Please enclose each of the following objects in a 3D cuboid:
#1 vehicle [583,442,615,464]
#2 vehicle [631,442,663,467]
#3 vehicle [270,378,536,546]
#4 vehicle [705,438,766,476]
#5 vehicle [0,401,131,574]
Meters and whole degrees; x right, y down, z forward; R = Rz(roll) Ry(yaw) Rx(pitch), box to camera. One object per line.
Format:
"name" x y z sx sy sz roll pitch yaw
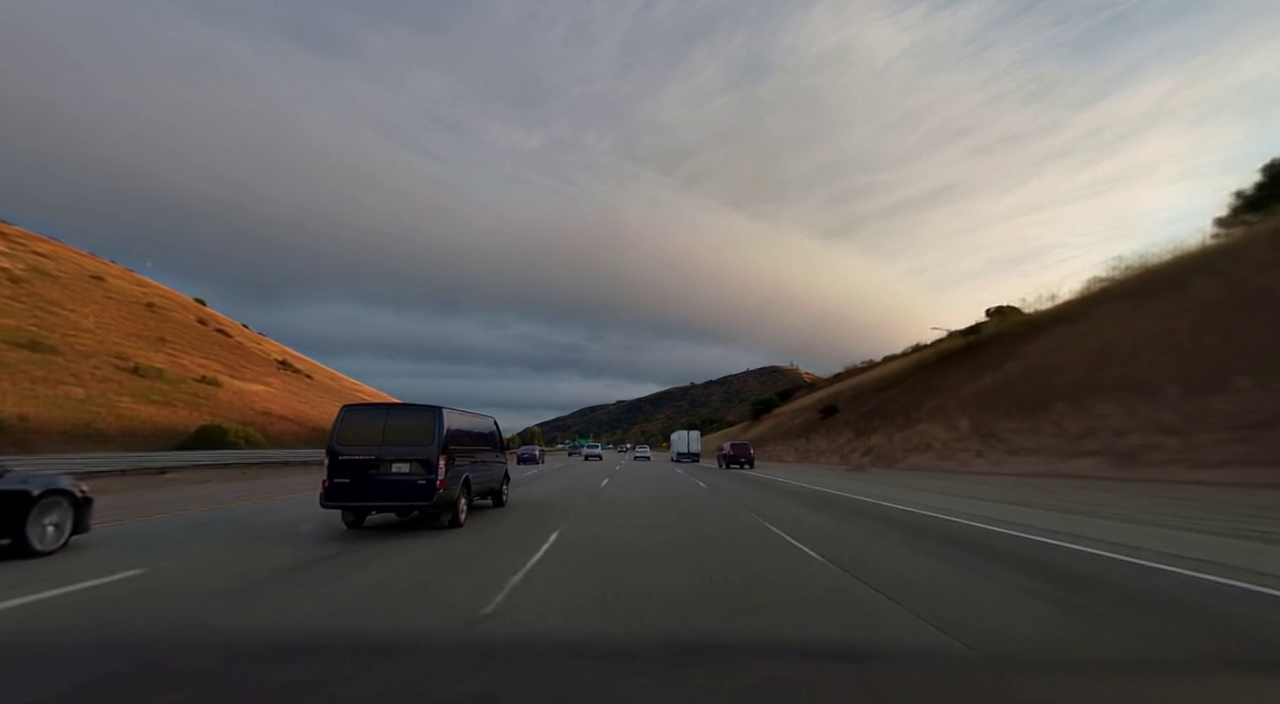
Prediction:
"vehicle" -3.116 7.777 48.532 2.138 1.581 4.340 0 -9 0
"vehicle" 0.421 6.775 41.742 2.014 1.543 3.804 0 -9 0
"vehicle" -3.601 1.895 11.265 2.421 2.203 5.775 0 -9 1
"vehicle" 4.294 4.824 29.053 2.051 1.598 4.145 0 -9 -1
"vehicle" -7.437 1.208 5.350 2.054 1.715 4.928 0 -9 0
